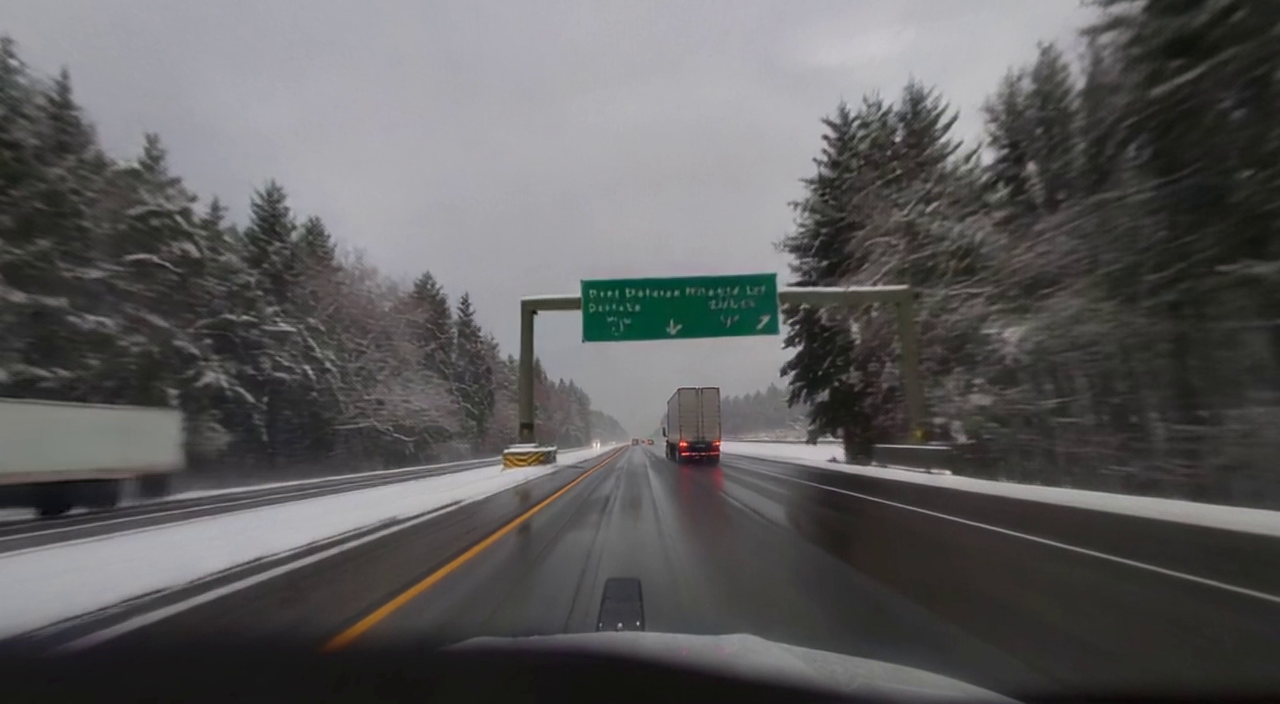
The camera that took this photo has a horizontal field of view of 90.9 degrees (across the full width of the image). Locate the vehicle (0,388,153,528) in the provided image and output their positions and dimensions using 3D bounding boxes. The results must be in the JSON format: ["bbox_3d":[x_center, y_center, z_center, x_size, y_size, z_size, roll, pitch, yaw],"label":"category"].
[{"bbox_3d":[-13.372,2.006,11.968,2.497,2.625,7.038,0,-8,1],"label":"vehicle"}]

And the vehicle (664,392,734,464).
[{"bbox_3d":[3.703,5.451,43.853,3.357,4.101,14.659,0,-8,0],"label":"vehicle"}]
